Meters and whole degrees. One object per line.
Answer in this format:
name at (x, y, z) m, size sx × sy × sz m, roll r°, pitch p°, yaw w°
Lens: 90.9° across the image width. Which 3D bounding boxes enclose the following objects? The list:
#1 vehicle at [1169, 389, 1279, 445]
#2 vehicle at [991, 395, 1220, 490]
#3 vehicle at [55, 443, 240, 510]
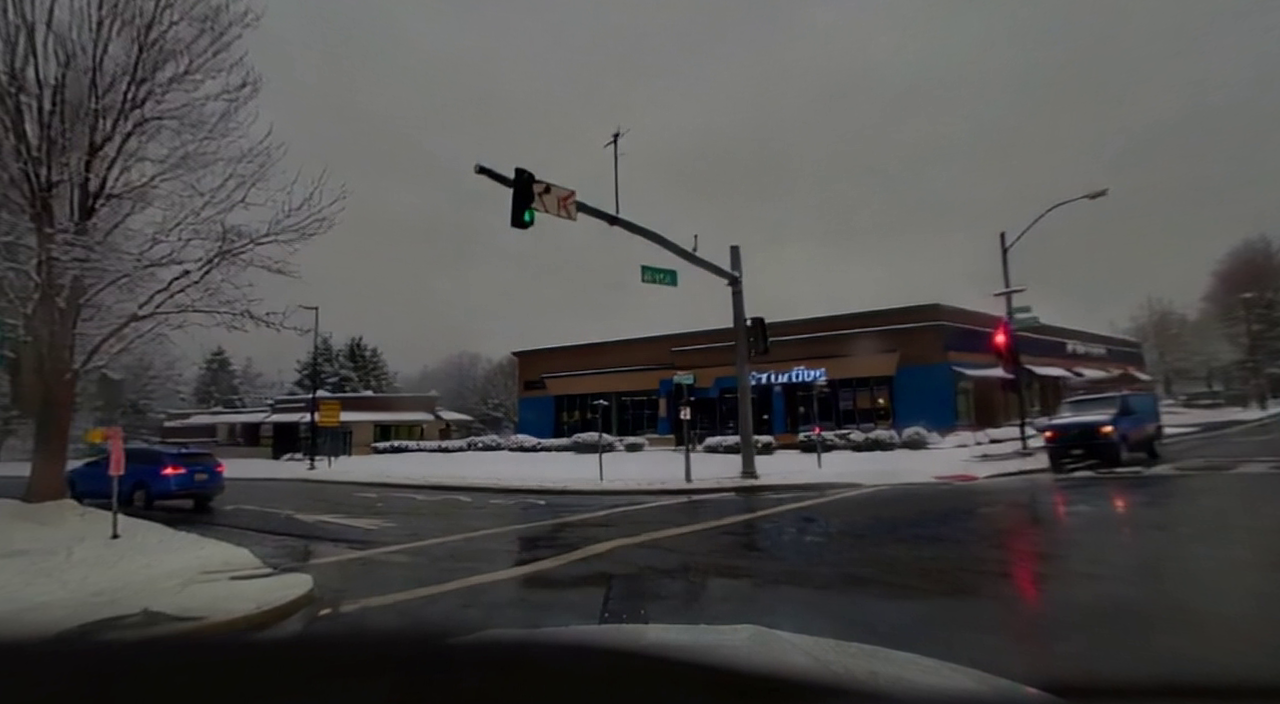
vehicle at (21.561, 2.467, 23.139) m, size 4.945 × 1.808 × 2.247 m, roll 6°, pitch -11°, yaw -39°
vehicle at (11.420, 2.089, 15.346) m, size 5.787 × 1.834 × 2.524 m, roll 2°, pitch -9°, yaw -34°
vehicle at (-15.167, 3.761, 19.429) m, size 5.110 × 1.814 × 2.146 m, roll -4°, pitch -9°, yaw 23°
